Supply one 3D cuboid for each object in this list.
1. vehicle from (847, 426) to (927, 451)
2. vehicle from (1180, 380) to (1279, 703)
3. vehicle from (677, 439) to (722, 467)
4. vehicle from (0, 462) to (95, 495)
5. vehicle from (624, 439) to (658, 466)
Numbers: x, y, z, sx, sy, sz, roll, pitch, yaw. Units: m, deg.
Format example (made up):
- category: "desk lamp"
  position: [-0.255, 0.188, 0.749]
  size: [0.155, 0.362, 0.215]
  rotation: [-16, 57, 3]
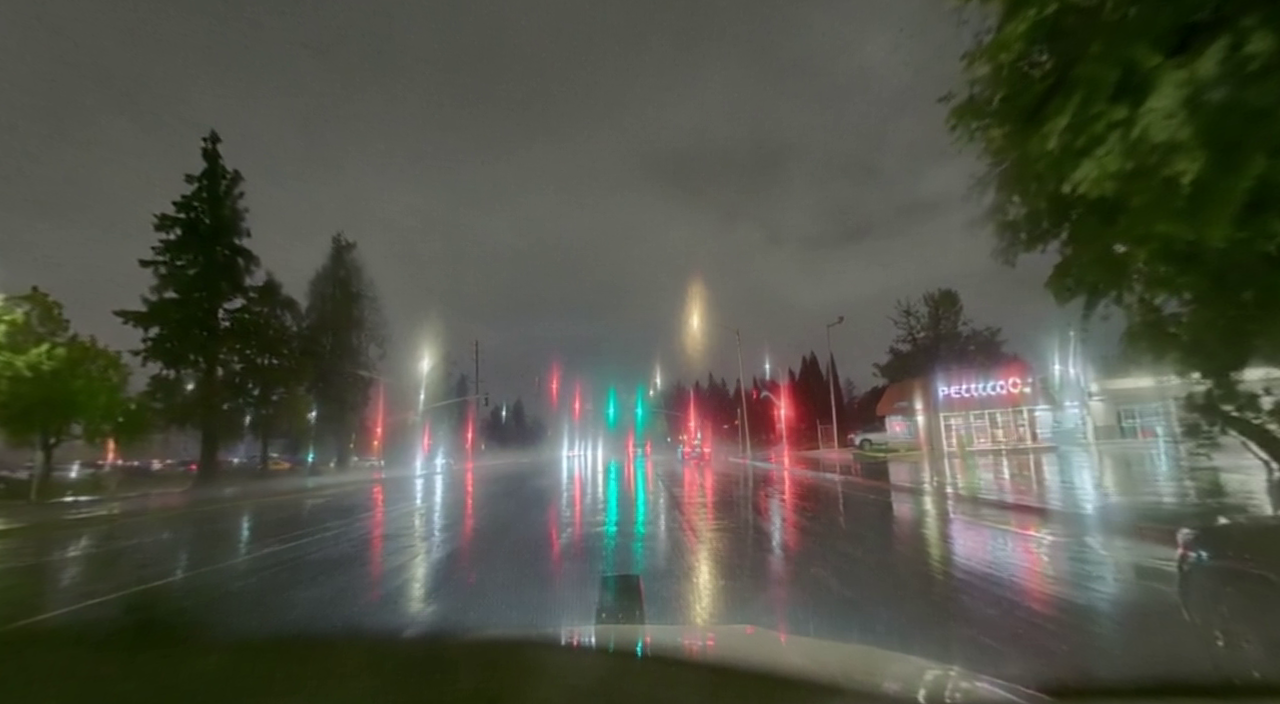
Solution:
- category: "vehicle"
  position: [15.815, 5.585, 40.669]
  size: [4.344, 1.512, 1.936]
  rotation: [-1, -9, 5]
- category: "vehicle"
  position: [3.842, 0.638, 0.985]
  size: [1.889, 1.572, 4.605]
  rotation: [0, -9, 0]
- category: "vehicle"
  position: [3.684, 6.370, 39.992]
  size: [2.198, 1.660, 4.512]
  rotation: [0, -9, -2]
- category: "vehicle"
  position: [-34.079, 7.083, 35.586]
  size: [4.712, 1.658, 1.981]
  rotation: [5, -10, -30]
- category: "vehicle"
  position: [0.006, 6.645, 41.789]
  size: [2.146, 1.685, 4.003]
  rotation: [0, -9, -2]
